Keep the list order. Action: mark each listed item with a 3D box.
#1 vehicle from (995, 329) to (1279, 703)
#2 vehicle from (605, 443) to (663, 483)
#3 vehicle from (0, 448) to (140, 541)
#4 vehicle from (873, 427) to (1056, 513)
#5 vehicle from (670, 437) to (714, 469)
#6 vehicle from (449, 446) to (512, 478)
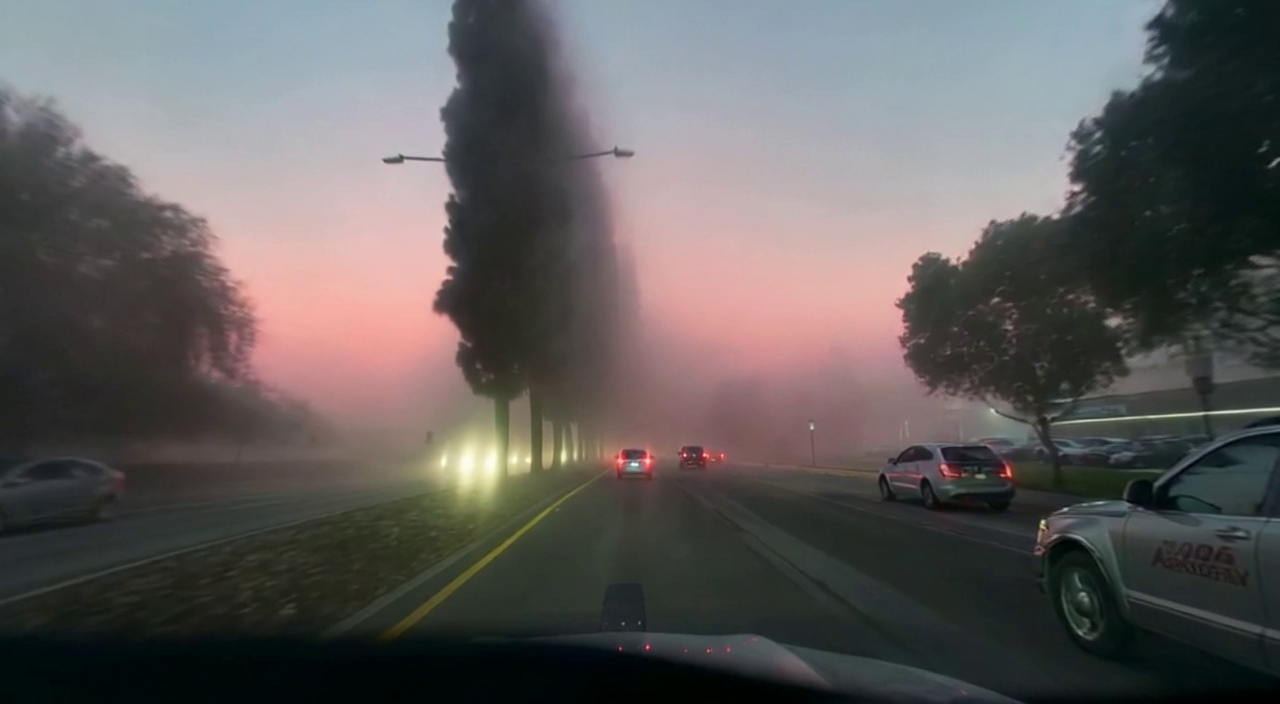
[{"bbox_3d":[3.554,0.744,2.068,2.090,1.763,4.560,0,-9,0],"label":"vehicle"},{"bbox_3d":[-0.218,4.761,27.216,2.315,1.563,4.080,0,-9,0],"label":"vehicle"},{"bbox_3d":[-12.517,2.661,11.889,2.110,1.632,4.730,0,-9,1],"label":"vehicle"},{"bbox_3d":[7.614,2.796,15.368,2.090,1.768,4.407,0,-9,0],"label":"vehicle"},{"bbox_3d":[3.688,7.318,45.531,2.716,2.131,5.766,0,-9,0],"label":"vehicle"},{"bbox_3d":[-8.597,5.933,34.220,2.082,1.588,4.710,0,-9,2],"label":"vehicle"}]
